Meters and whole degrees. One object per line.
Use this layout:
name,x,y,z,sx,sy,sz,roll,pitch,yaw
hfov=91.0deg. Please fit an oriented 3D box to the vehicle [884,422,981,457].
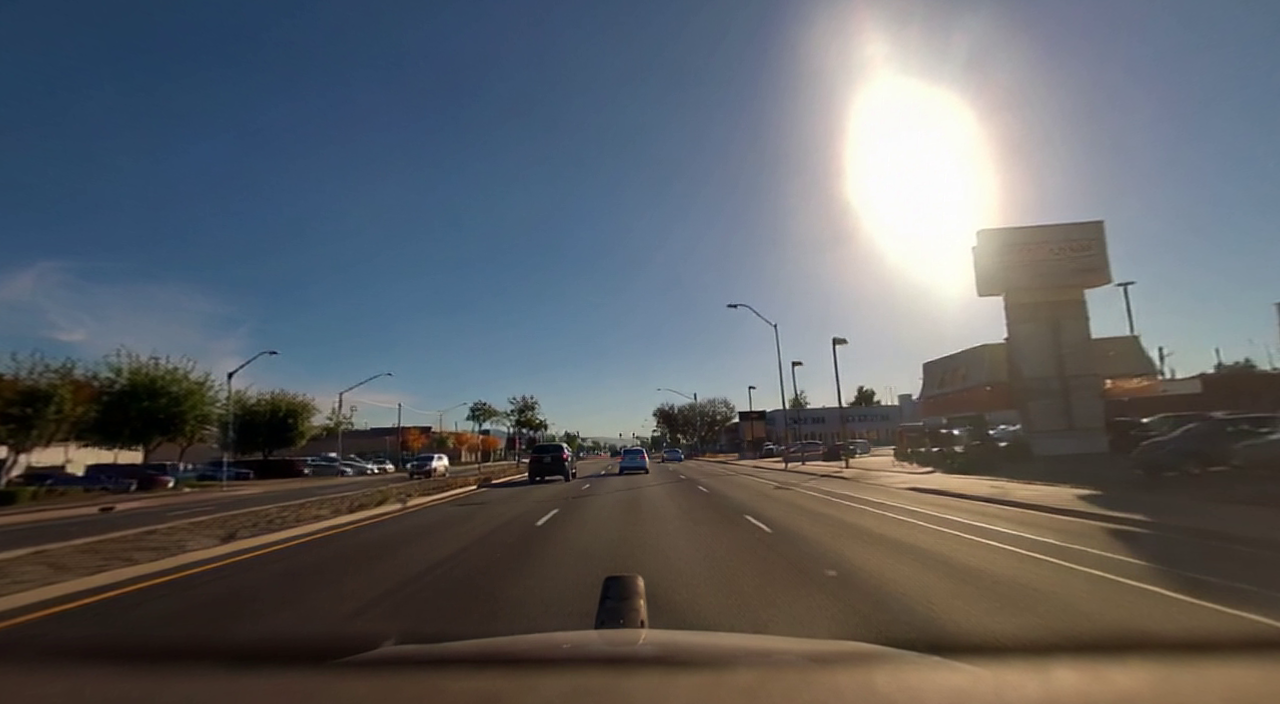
vehicle,19.876,5.999,43.085,5.511,2.262,2.351,-2,-9,14

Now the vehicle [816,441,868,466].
vehicle,13.181,6.651,41.398,1.914,1.523,4.747,-1,-9,2

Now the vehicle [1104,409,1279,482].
vehicle,14.456,2.288,15.476,4.464,1.643,2.001,0,-9,-1

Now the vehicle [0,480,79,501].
vehicle,-45.245,10.434,47.437,4.184,1.450,1.871,-1,-9,1

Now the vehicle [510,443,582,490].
vehicle,-3.283,4.068,22.790,1.939,1.496,4.309,0,-9,0

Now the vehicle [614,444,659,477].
vehicle,-0.178,5.195,30.405,2.019,1.459,4.005,0,-9,0
